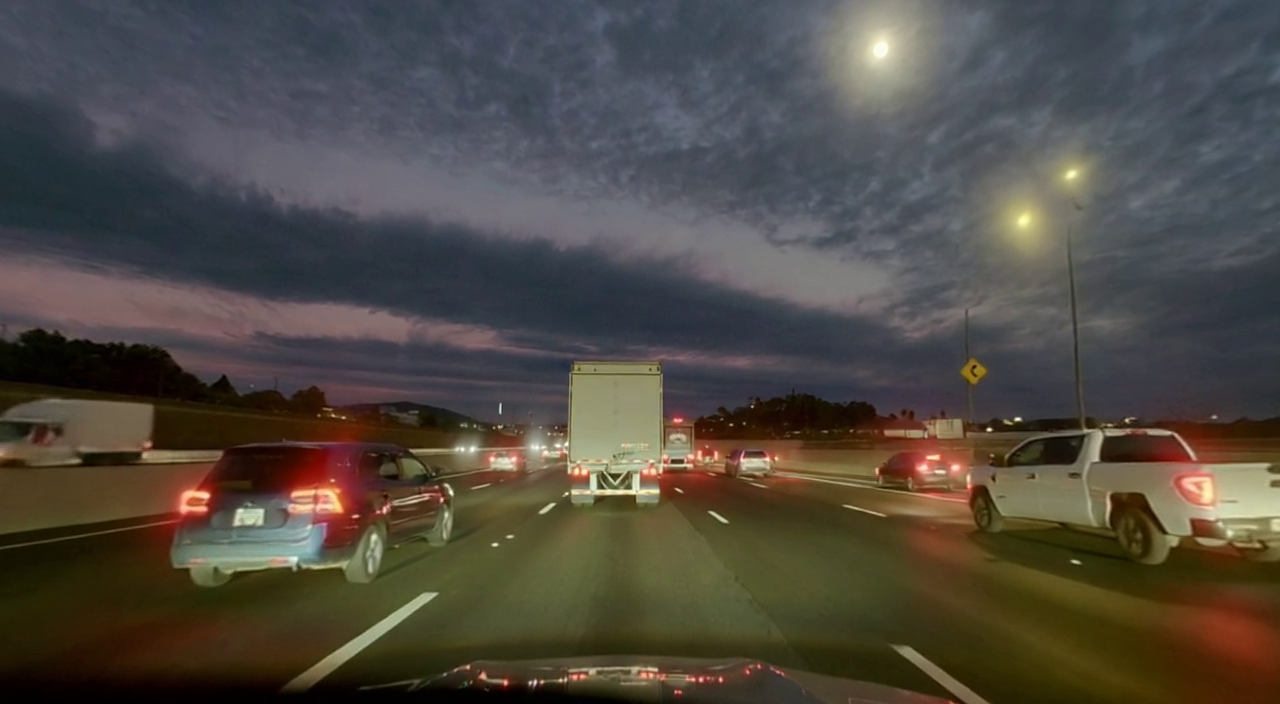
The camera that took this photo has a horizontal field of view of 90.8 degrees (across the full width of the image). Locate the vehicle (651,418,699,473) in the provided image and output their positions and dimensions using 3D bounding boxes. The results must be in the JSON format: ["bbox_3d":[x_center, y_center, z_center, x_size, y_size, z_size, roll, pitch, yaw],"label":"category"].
[{"bbox_3d":[2.342,6.674,45.146,2.669,3.491,8.645,0,-9,-2],"label":"vehicle"}]

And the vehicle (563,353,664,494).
[{"bbox_3d":[-0.770,2.856,23.616,2.906,4.040,10.743,0,-9,0],"label":"vehicle"}]

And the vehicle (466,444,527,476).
[{"bbox_3d":[-7.240,5.502,32.428,1.973,1.471,4.779,0,-9,0],"label":"vehicle"}]

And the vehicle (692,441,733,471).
[{"bbox_3d":[5.476,7.940,48.488,2.297,2.116,5.052,0,-9,-3],"label":"vehicle"}]

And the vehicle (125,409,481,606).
[{"bbox_3d":[-3.365,1.621,7.446,1.946,1.641,4.105,0,-9,-1],"label":"vehicle"}]

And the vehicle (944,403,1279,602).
[{"bbox_3d":[6.316,1.700,8.135,2.188,1.731,5.031,0,-9,-1],"label":"vehicle"}]

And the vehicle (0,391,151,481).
[{"bbox_3d":[-19.658,2.853,20.975,2.176,2.594,5.800,0,-9,-2],"label":"vehicle"}]

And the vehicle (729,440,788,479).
[{"bbox_3d":[6.116,5.612,33.183,2.070,1.888,4.546,0,-9,-2],"label":"vehicle"}]
